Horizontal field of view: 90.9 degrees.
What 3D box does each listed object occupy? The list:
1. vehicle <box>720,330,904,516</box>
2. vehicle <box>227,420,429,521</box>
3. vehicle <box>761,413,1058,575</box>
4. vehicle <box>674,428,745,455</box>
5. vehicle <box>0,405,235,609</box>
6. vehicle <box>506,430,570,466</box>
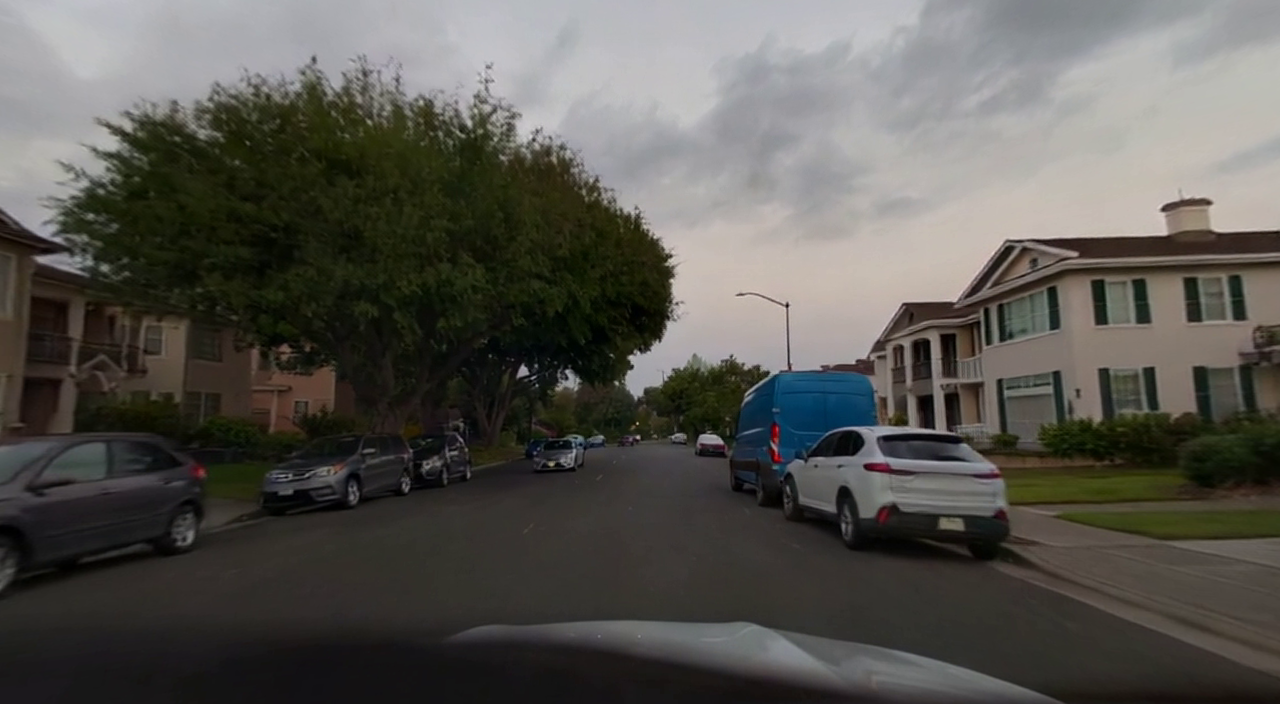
[{"bbox_3d":[3.256,1.585,13.726,2.317,3.096,6.383,0,-7,1],"label":"vehicle"},{"bbox_3d":[-5.716,2.133,12.137,1.834,1.532,3.628,3,-6,3],"label":"vehicle"},{"bbox_3d":[2.949,1.619,8.150,1.955,1.500,4.410,0,-8,1],"label":"vehicle"},{"bbox_3d":[4.647,5.970,42.116,4.317,1.453,1.889,0,-8,-28],"label":"vehicle"},{"bbox_3d":[-5.804,1.373,5.962,1.734,1.549,3.465,-4,-7,-1],"label":"vehicle"},{"bbox_3d":[-4.608,4.367,29.023,1.941,1.515,3.995,-1,-8,6],"label":"vehicle"}]
